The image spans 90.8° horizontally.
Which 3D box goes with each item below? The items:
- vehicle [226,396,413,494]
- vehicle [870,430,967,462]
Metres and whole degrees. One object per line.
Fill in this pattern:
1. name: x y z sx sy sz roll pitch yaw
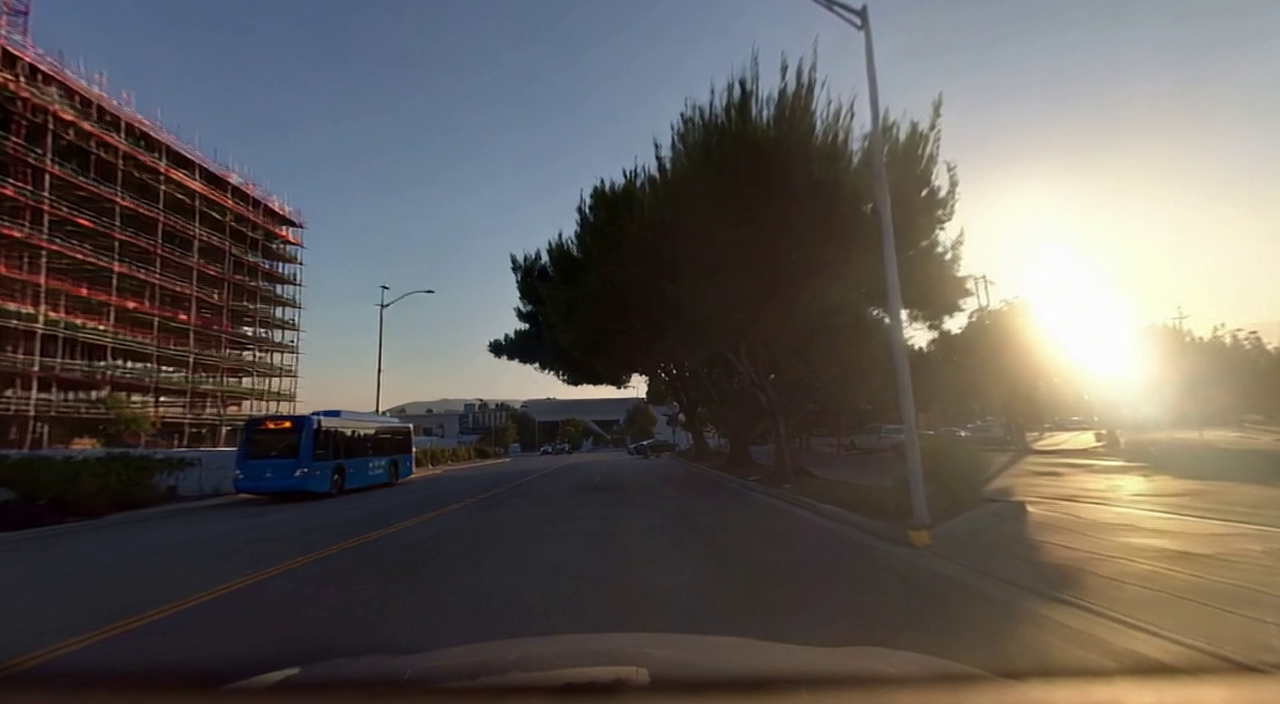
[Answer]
1. vehicle: -10.300 3.114 21.214 2.979 2.803 5.962 0 -8 1
2. vehicle: 13.704 4.631 31.192 3.897 1.470 1.829 0 -8 -2
